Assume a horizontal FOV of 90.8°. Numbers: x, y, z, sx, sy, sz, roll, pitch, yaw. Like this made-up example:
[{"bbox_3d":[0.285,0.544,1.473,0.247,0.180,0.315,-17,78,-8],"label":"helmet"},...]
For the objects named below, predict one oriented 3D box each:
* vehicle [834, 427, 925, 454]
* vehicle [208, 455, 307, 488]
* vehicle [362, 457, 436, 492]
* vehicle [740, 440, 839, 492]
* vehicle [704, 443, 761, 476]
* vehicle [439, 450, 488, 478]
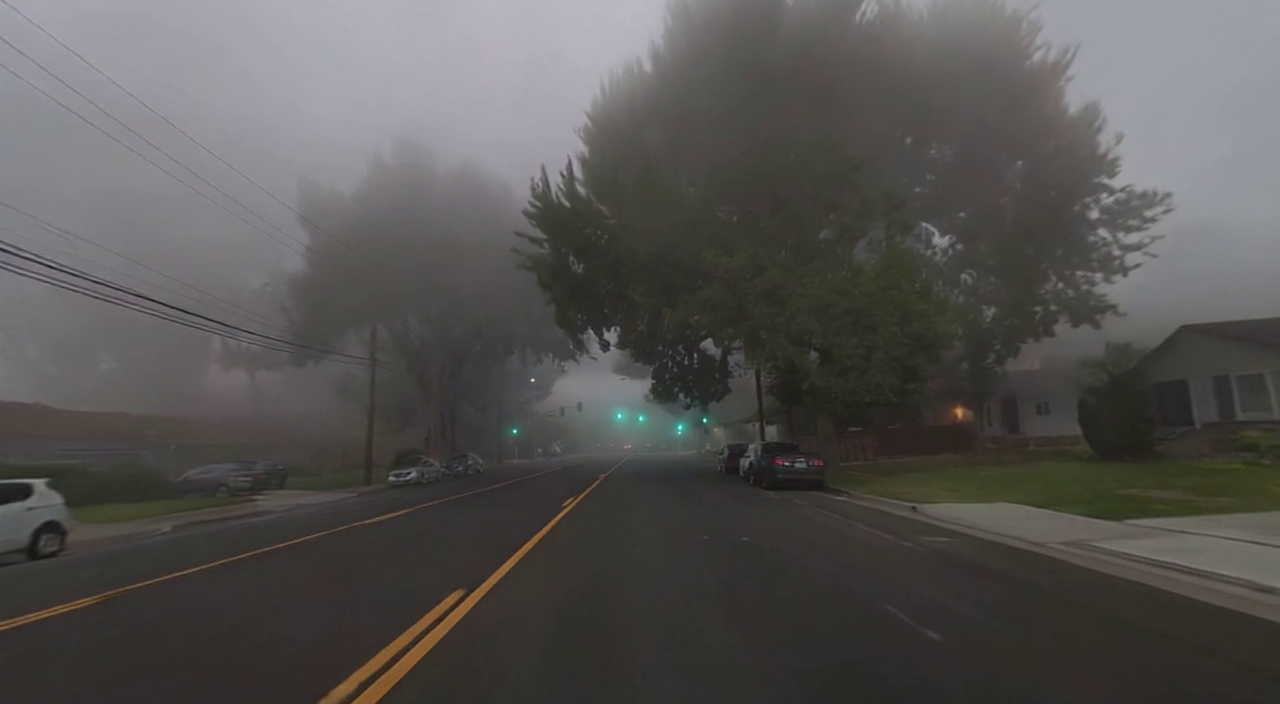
[{"bbox_3d":[14.311,5.345,38.002,4.660,1.546,1.916,0,-8,0],"label":"vehicle"},{"bbox_3d":[-20.002,6.244,33.150,3.932,1.641,1.819,0,-8,-1],"label":"vehicle"},{"bbox_3d":[-11.545,5.862,30.524,1.867,1.471,4.139,0,-8,1],"label":"vehicle"},{"bbox_3d":[4.605,3.574,20.205,2.010,1.461,4.247,0,-8,-2],"label":"vehicle"},{"bbox_3d":[4.385,5.158,30.615,2.063,1.444,4.217,0,-8,-1],"label":"vehicle"},{"bbox_3d":[-11.608,7.371,41.833,1.977,1.753,4.278,0,-8,0],"label":"vehicle"}]
